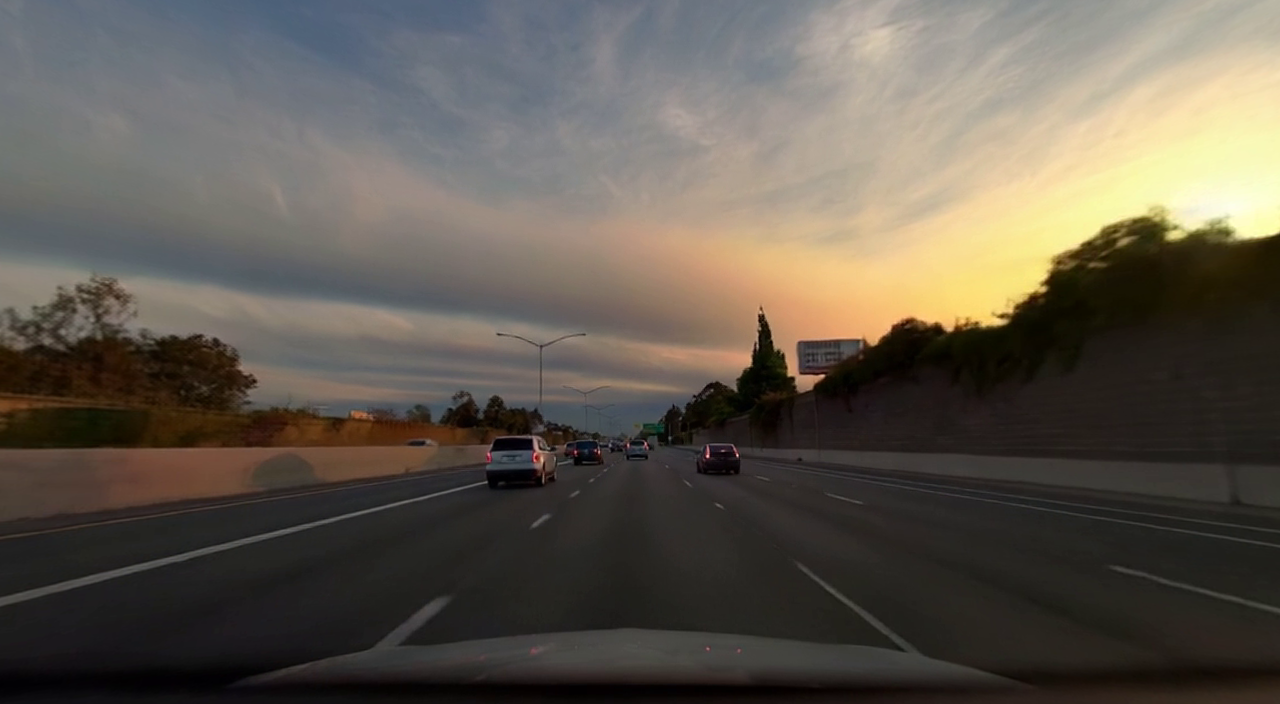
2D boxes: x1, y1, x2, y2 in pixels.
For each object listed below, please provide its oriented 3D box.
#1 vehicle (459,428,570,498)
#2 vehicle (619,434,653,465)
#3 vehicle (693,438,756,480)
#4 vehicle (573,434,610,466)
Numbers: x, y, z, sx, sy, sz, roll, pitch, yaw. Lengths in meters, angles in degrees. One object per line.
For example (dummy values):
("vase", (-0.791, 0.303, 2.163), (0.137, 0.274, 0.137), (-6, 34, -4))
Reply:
("vehicle", (-3.580, 3.311, 19.216), (2.184, 1.819, 5.441), (0, -9, 1))
("vehicle", (-0.265, 7.516, 48.708), (2.485, 2.215, 5.199), (0, -9, 0))
("vehicle", (3.769, 4.877, 29.027), (2.224, 1.752, 4.487), (0, -9, -1))
("vehicle", (-3.472, 7.161, 46.142), (2.378, 2.214, 4.352), (0, -9, 0))
